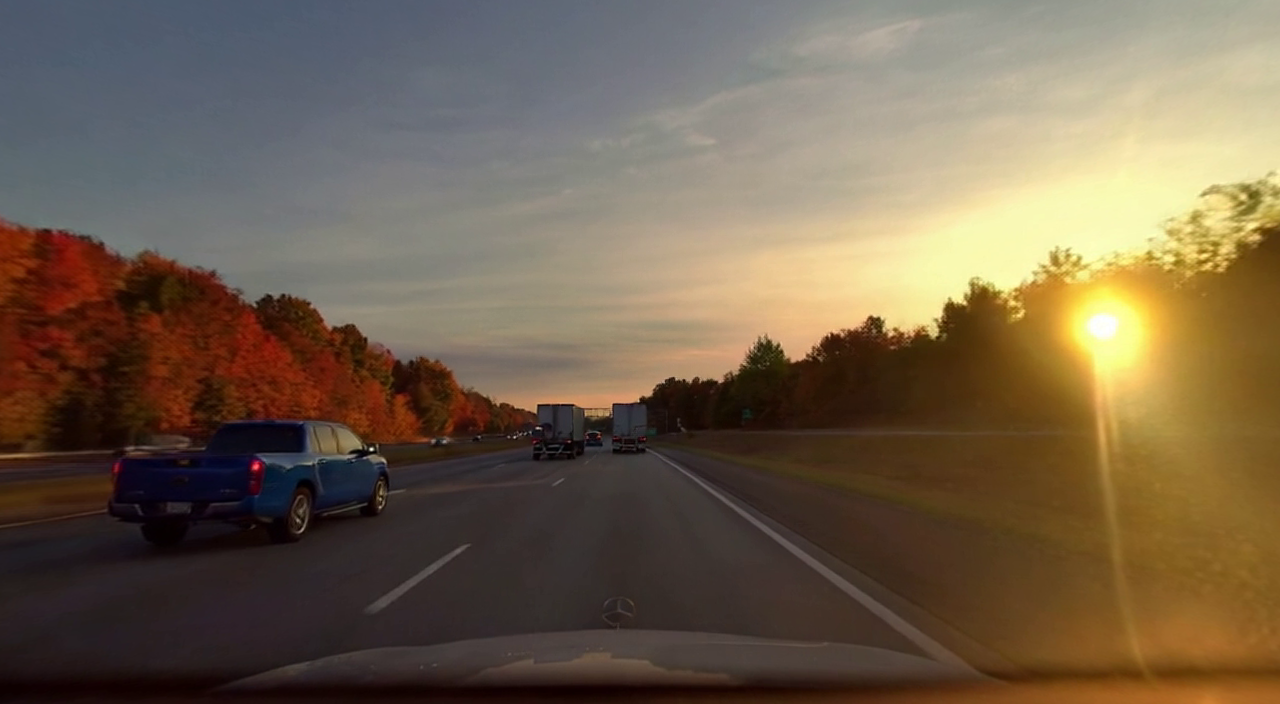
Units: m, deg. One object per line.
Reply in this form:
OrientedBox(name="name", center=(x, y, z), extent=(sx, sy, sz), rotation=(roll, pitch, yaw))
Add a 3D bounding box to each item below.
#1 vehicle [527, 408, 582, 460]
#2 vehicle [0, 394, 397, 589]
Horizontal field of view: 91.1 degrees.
OrientedBox(name="vehicle", center=(-4.779, 4.717, 36.114), extent=(2.383, 2.726, 5.677), rotation=(0, -8, 0))
OrientedBox(name="vehicle", center=(-4.920, 1.508, 7.750), extent=(2.089, 1.669, 4.515), rotation=(0, -8, -1))
